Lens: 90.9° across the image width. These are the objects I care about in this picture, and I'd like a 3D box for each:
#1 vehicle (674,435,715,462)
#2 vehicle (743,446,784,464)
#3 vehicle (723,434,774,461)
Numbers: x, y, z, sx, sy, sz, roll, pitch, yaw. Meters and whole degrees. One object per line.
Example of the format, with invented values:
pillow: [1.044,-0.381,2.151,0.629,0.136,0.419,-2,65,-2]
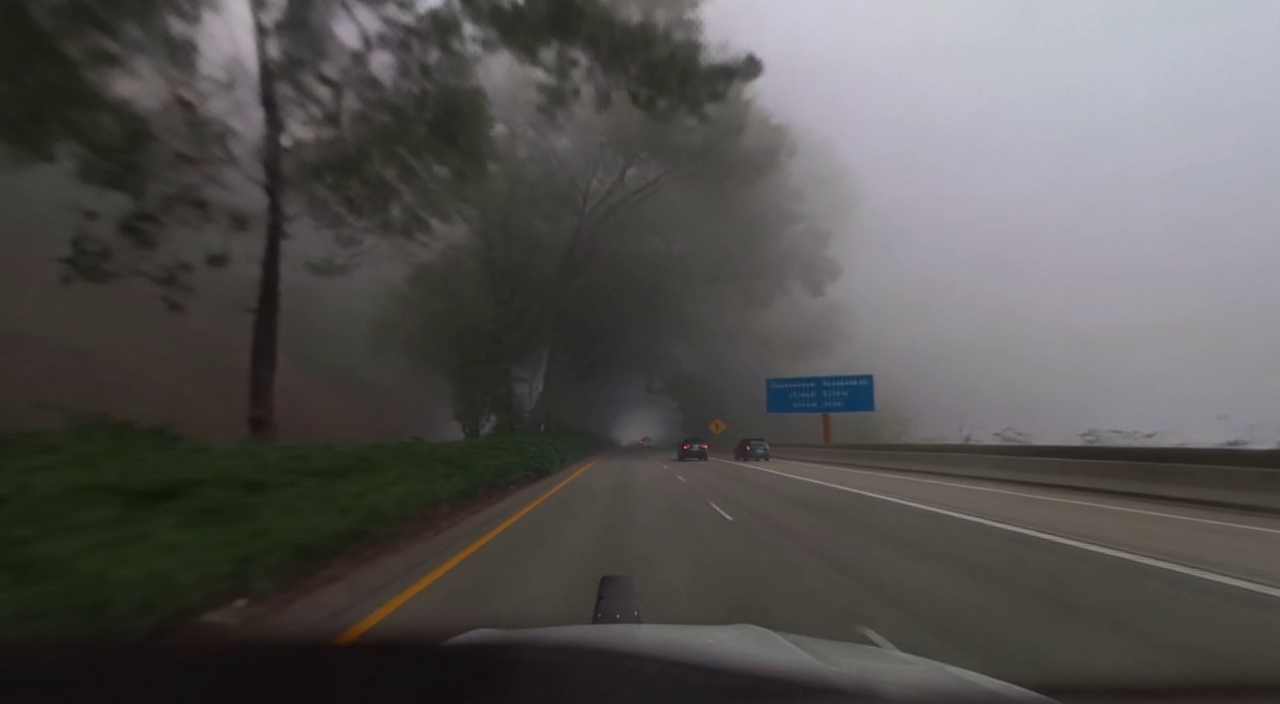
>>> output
vehicle: [3.057,5.473,36.057,1.819,1.468,3.770,0,-8,-3]
vehicle: [6.685,5.621,34.426,1.535,0.862,2.814,0,-8,-3]
vehicle: [6.515,5.764,38.330,2.003,1.522,4.940,0,-8,-2]
